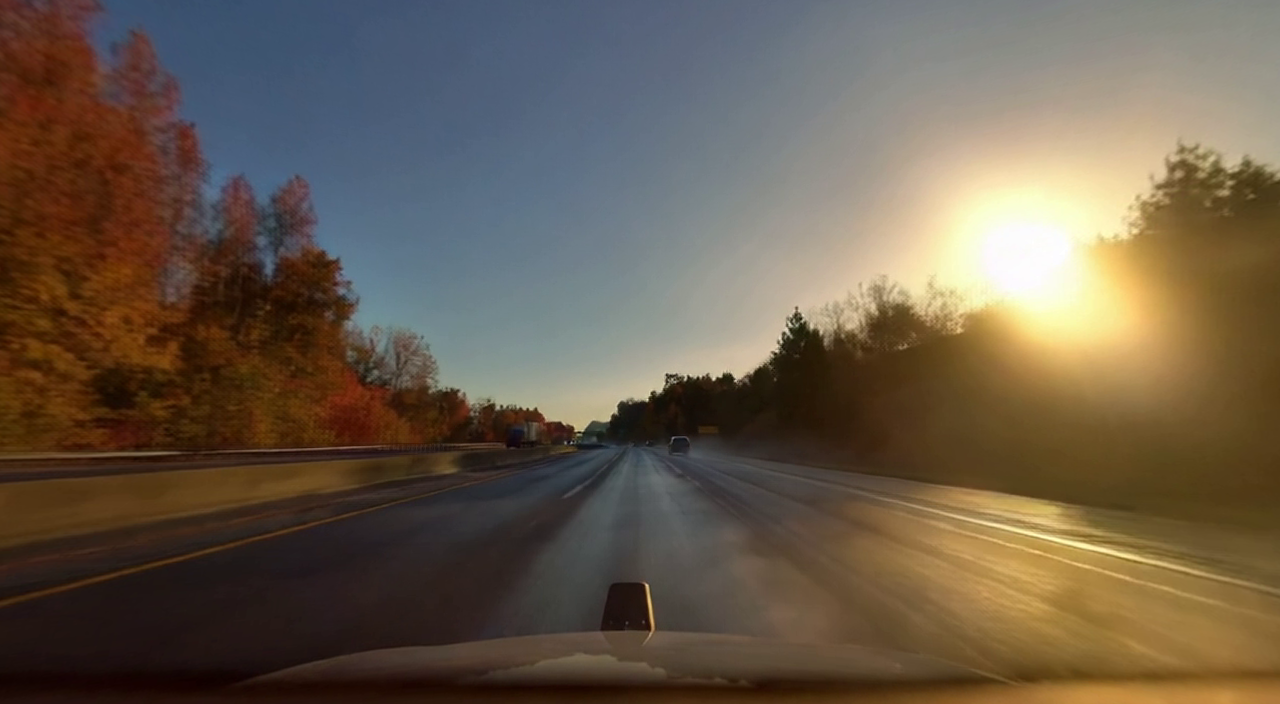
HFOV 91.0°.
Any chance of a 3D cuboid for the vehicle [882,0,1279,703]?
[{"bbox_3d":[3.846,-0.432,1.722,3.040,4.038,8.179,0,-8,0],"label":"vehicle"}]
